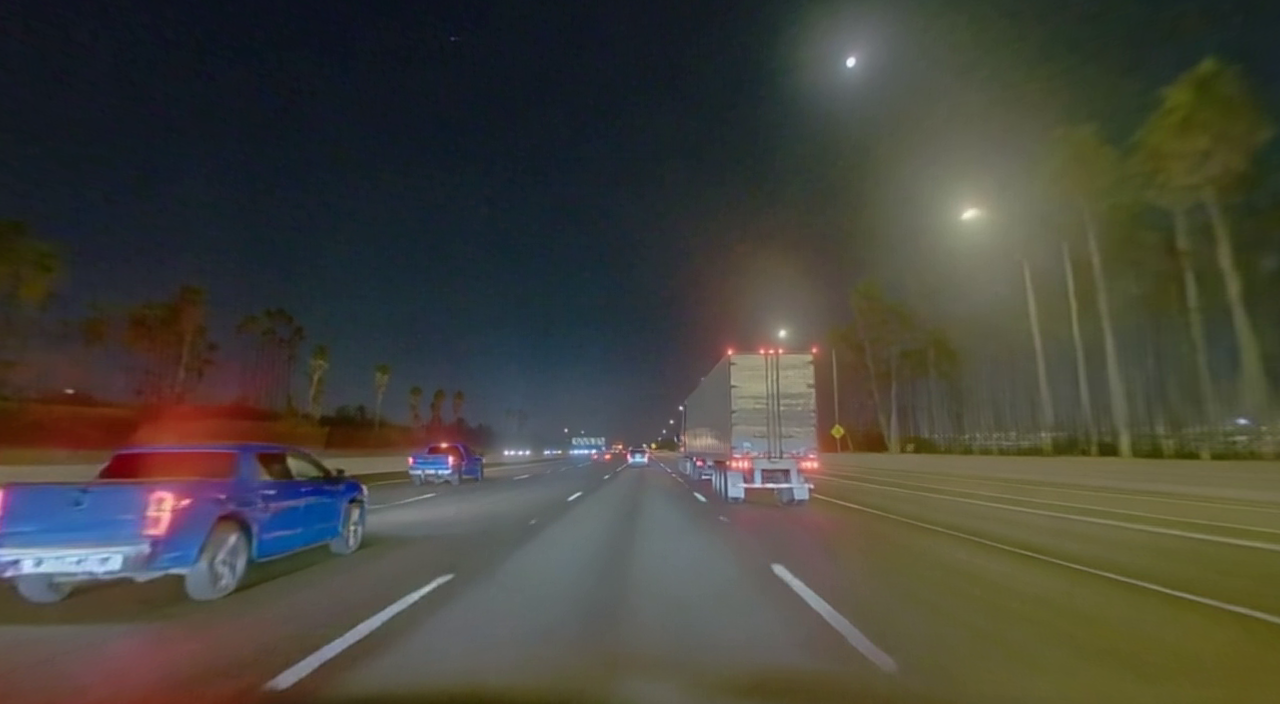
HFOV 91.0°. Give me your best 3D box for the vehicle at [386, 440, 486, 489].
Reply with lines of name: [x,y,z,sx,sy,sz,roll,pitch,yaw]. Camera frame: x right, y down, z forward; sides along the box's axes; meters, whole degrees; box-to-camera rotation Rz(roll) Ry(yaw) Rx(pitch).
vehicle: [-7.885,4.371,24.928,2.264,1.728,4.940,0,-9,1]

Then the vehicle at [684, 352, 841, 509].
vehicle: [3.748,3.256,24.715,2.891,4.123,16.415,0,-9,0]

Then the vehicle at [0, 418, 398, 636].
vehicle: [-4.448,1.557,6.606,2.120,1.537,4.139,0,-9,0]
